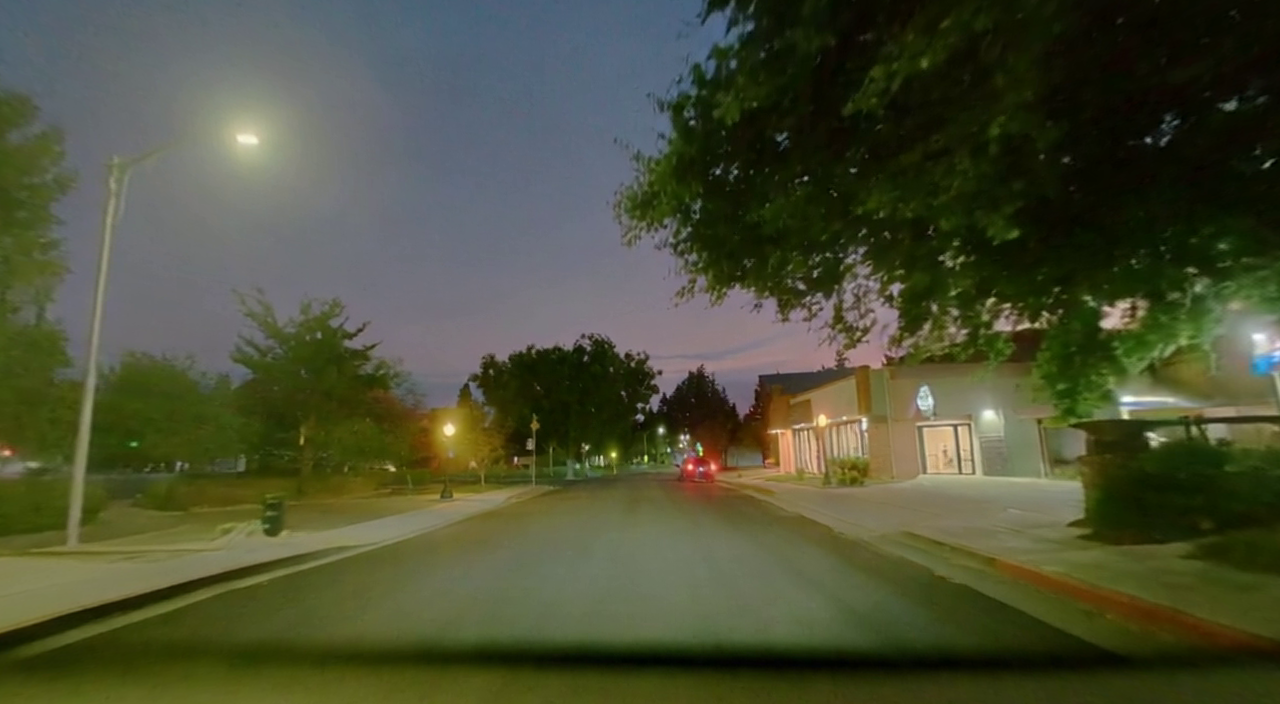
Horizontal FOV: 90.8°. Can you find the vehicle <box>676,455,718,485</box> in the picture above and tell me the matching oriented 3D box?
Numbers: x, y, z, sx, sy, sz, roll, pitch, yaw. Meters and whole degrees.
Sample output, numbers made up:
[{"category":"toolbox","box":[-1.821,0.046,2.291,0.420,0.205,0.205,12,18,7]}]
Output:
[{"category":"vehicle","box":[3.162,6.672,35.921,2.064,1.532,4.596,0,-9,1]}]
